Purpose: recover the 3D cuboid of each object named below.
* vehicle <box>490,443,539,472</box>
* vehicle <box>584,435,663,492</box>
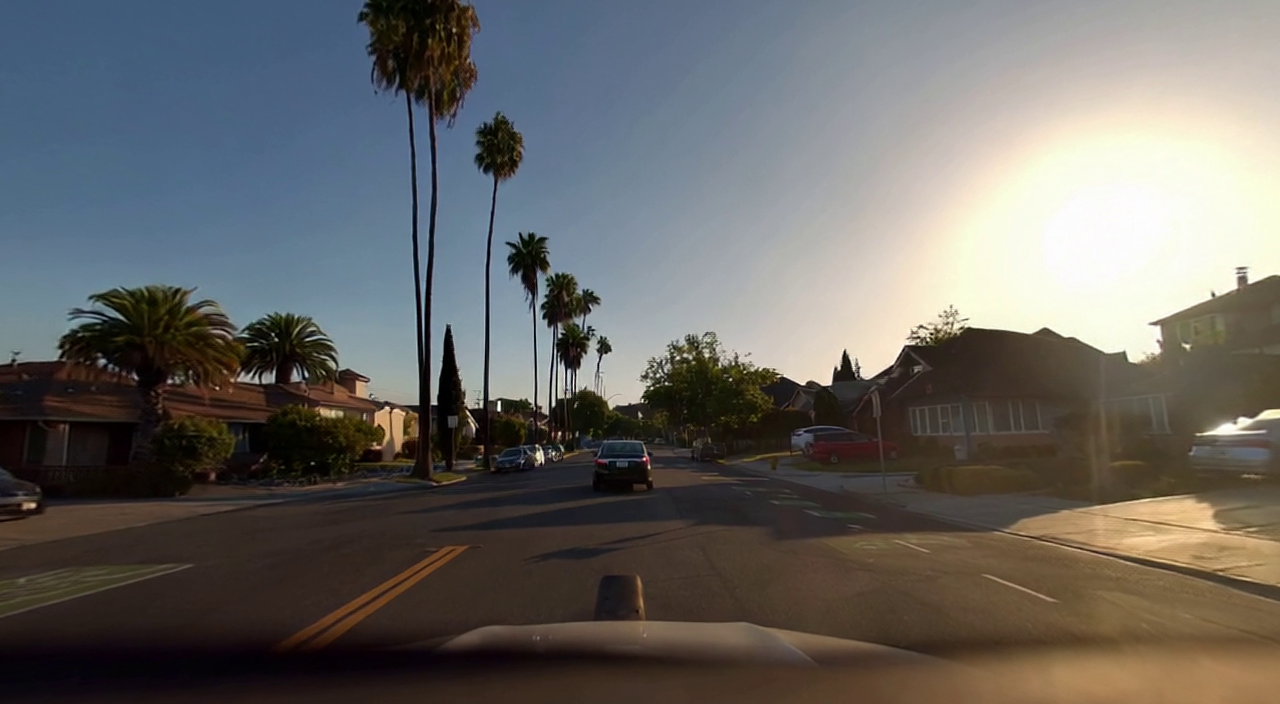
[{"bbox_3d":[-7.905,6.684,40.263,2.069,1.441,4.368,-3,-7,2],"label":"vehicle"},{"bbox_3d":[-0.473,3.279,18.912,2.098,1.483,4.099,0,-9,-1],"label":"vehicle"}]
